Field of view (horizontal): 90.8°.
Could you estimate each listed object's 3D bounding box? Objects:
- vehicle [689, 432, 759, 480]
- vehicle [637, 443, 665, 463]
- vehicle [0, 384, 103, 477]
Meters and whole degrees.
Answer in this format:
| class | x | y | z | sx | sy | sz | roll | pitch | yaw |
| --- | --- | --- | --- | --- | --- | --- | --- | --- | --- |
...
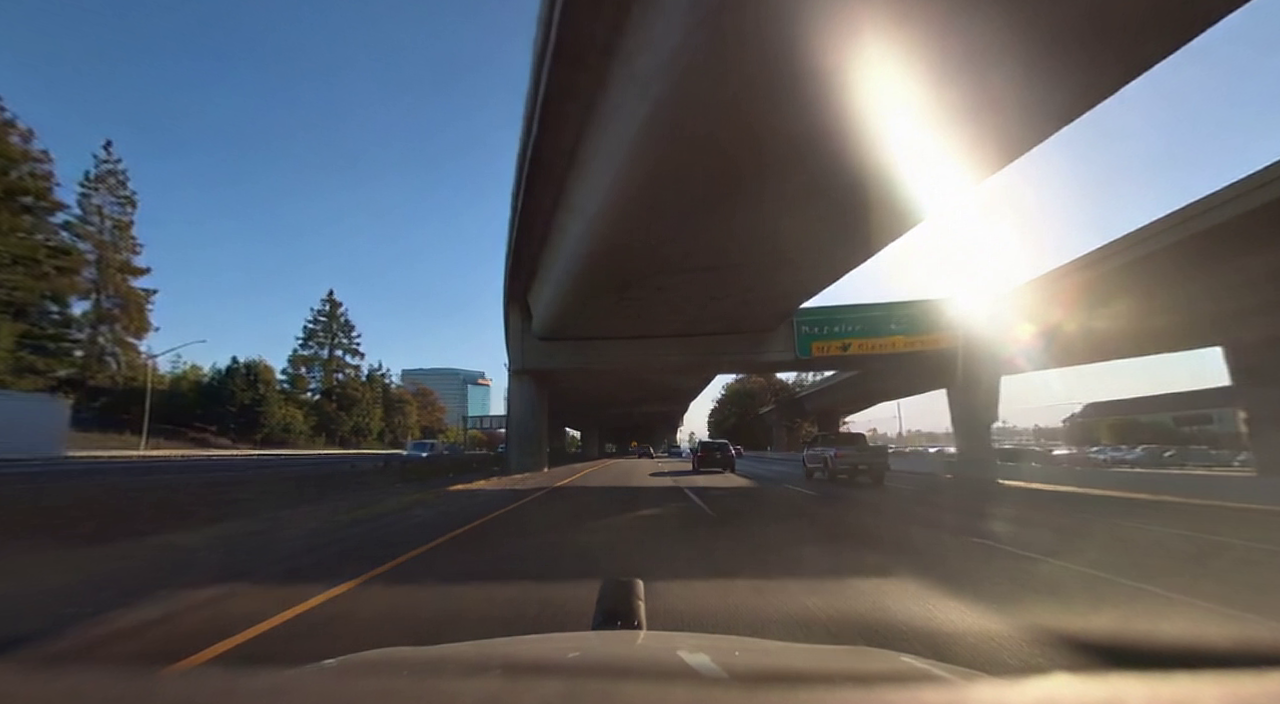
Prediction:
| class | x | y | z | sx | sy | sz | roll | pitch | yaw |
| --- | --- | --- | --- | --- | --- | --- | --- | --- | --- |
| vehicle | 3.386 | 4.330 | 26.476 | 2.226 | 1.779 | 4.835 | 0 | -9 | -1 |
| vehicle | 0.829 | 7.718 | 48.407 | 2.046 | 1.475 | 3.784 | 0 | -9 | 1 |
| vehicle | -30.599 | 3.126 | 25.833 | 2.913 | 4.150 | 16.271 | 0 | -9 | 0 |
